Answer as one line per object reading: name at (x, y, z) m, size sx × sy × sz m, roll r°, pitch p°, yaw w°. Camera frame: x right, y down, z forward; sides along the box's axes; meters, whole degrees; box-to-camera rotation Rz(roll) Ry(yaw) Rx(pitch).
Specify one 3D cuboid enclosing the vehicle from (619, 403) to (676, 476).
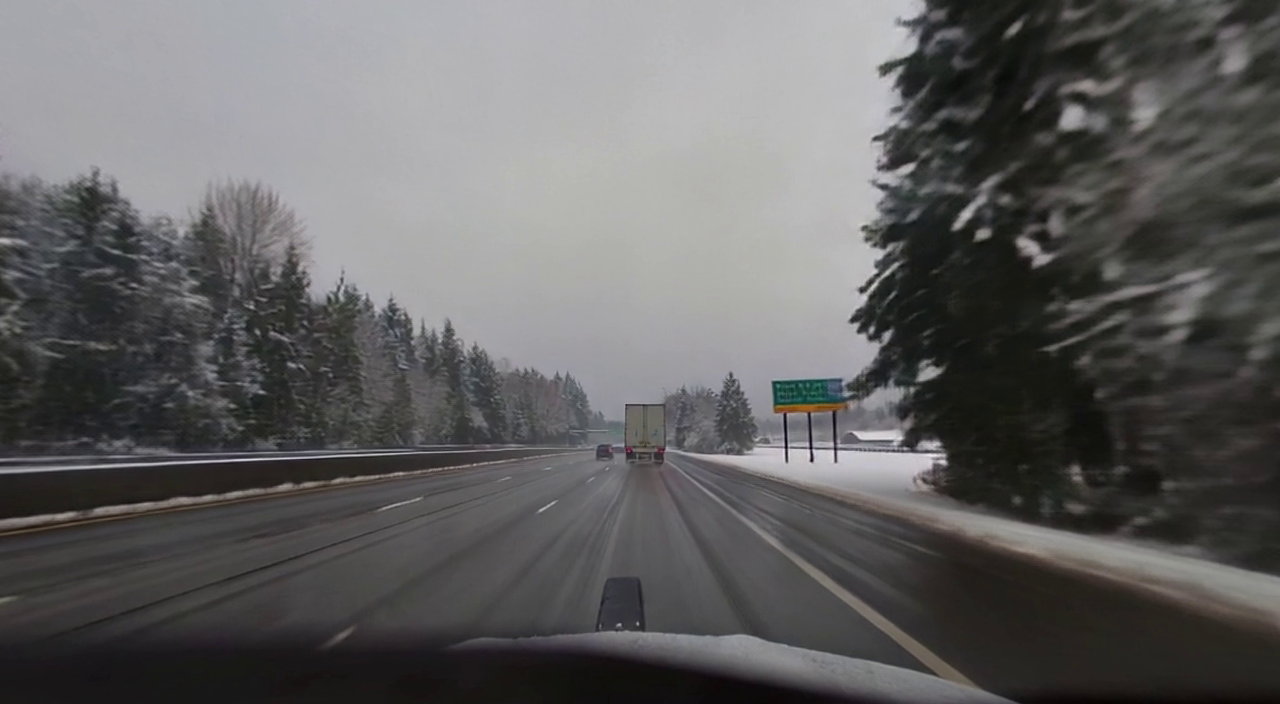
vehicle at (0.231, 5.582, 39.413) m, size 2.976 × 3.800 × 12.335 m, roll 0°, pitch -9°, yaw -1°

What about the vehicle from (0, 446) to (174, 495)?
vehicle at (-18.685, 4.010, 21.658) m, size 1.851 × 1.475 × 4.593 m, roll 0°, pitch -9°, yaw -1°
